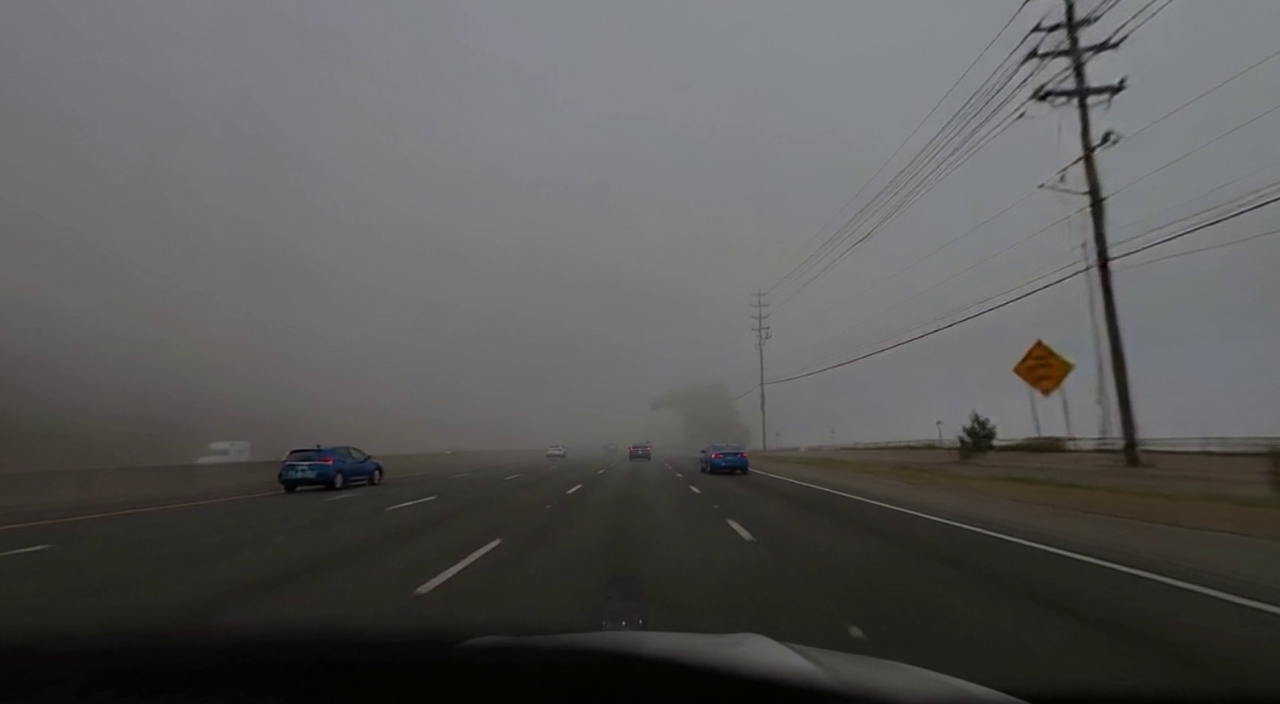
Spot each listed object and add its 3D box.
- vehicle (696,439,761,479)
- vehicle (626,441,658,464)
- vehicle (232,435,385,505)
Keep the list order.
[{"bbox_3d":[3.641,4.466,26.712,2.060,1.526,4.387,0,-8,-1],"label":"vehicle"},{"bbox_3d":[0.144,6.812,42.859,2.036,1.474,3.969,0,-8,0],"label":"vehicle"},{"bbox_3d":[-10.395,3.706,20.361,2.241,1.810,4.966,-4,-8,1],"label":"vehicle"}]
